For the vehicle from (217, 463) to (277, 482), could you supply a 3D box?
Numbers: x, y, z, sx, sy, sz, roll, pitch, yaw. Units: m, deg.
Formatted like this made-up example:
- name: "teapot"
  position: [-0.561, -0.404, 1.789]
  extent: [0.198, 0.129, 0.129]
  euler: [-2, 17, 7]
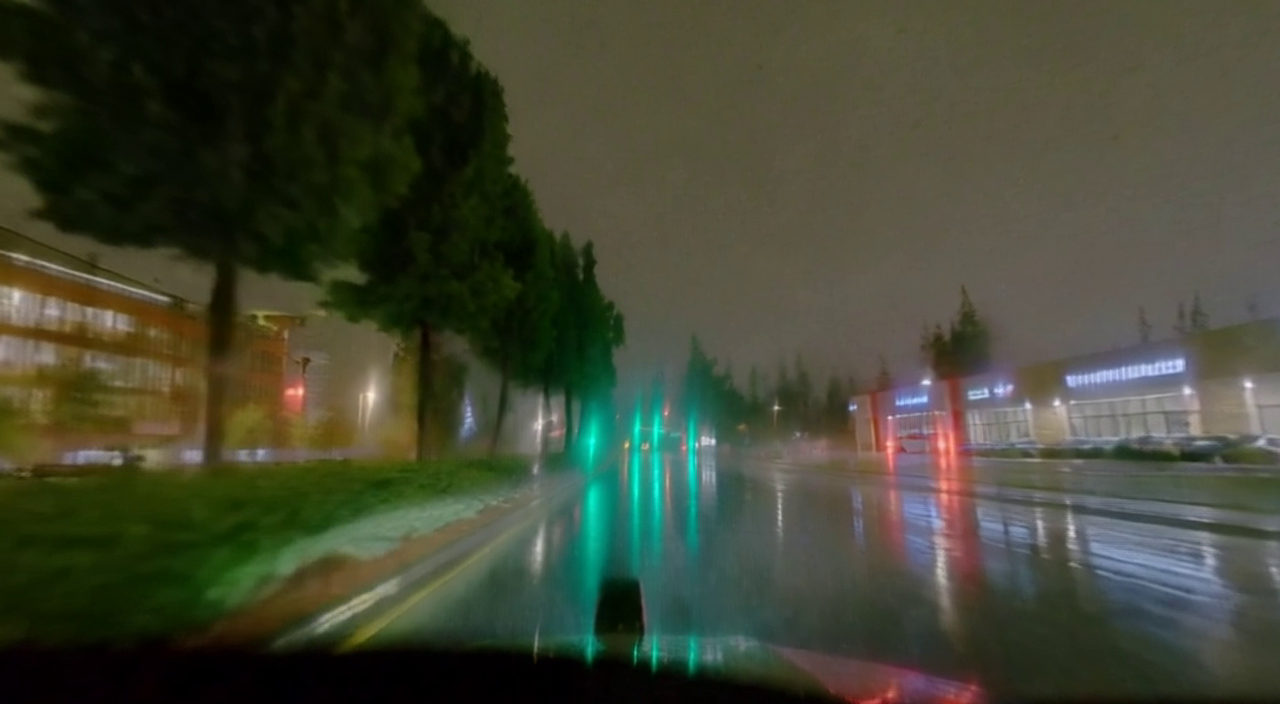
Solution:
- name: "vehicle"
  position: [-29.412, 9.038, 47.180]
  extent: [3.322, 1.358, 1.617]
  euler: [1, -9, -2]

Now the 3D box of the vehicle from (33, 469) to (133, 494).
- name: "vehicle"
  position: [-29.251, 6.803, 33.117]
  extent: [3.665, 1.181, 1.651]
  euler: [0, -9, 0]

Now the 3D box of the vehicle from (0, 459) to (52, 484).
- name: "vehicle"
  position: [-41.974, 7.912, 41.767]
  extent: [4.116, 1.533, 1.762]
  euler: [0, -8, 1]

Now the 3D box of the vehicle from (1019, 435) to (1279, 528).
- name: "vehicle"
  position: [10.202, 2.515, 12.907]
  extent: [2.013, 1.551, 4.460]
  euler: [0, -8, -1]

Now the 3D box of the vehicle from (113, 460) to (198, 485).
- name: "vehicle"
  position: [-29.800, 7.430, 38.776]
  extent: [3.506, 1.452, 2.035]
  euler: [0, -9, 1]
